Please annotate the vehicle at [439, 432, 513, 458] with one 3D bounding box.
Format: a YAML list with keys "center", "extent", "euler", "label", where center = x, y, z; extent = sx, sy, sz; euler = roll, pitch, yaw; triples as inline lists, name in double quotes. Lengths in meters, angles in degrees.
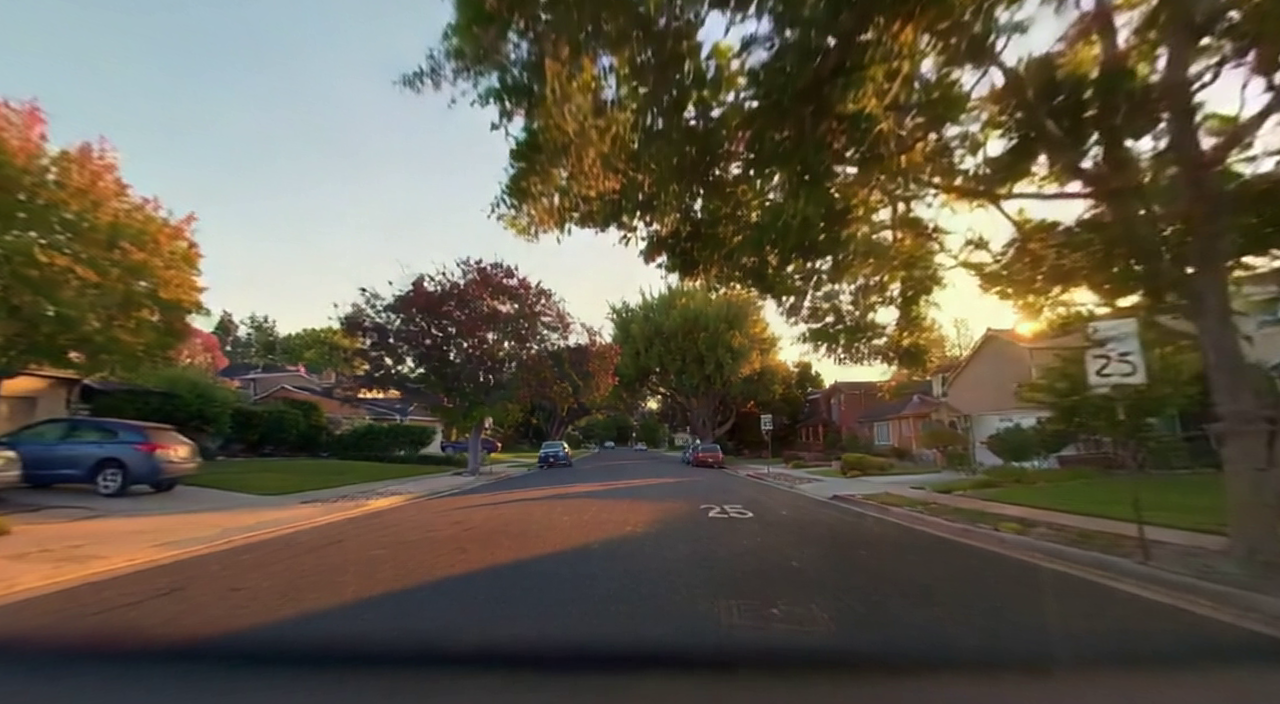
- center: [-12.447, 7.067, 48.086]
  extent: [5.024, 1.903, 2.102]
  euler: [0, -9, 1]
  label: "vehicle"

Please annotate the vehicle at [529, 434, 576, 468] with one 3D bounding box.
- center: [-5.539, 6.401, 40.815]
  extent: [2.322, 1.949, 5.695]
  euler: [-1, -9, -1]
  label: "vehicle"

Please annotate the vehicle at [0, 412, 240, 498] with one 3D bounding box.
- center: [-11.520, 2.180, 13.498]
  extent: [4.599, 1.671, 1.942]
  euler: [0, -9, 2]
  label: "vehicle"

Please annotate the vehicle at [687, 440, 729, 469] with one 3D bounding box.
- center: [4.227, 6.440, 39.923]
  extent: [2.033, 1.730, 4.554]
  euler: [0, -9, -1]
  label: "vehicle"
